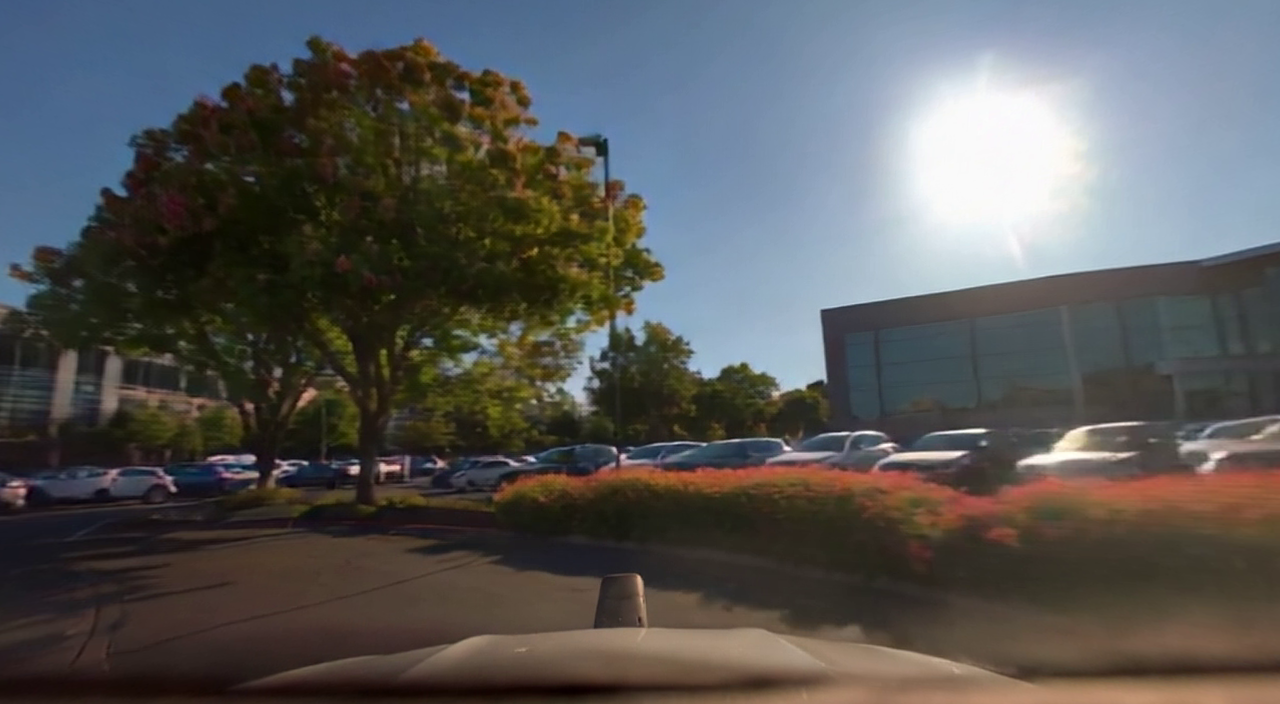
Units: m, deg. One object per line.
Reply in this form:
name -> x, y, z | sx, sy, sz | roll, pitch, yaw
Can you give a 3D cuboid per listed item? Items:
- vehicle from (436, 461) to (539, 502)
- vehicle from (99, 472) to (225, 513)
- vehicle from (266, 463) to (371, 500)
vehicle -> -7.747, 6.576, 32.187 | 4.755, 1.707, 1.889 | -6, -11, 12
vehicle -> -21.489, 6.306, 28.474 | 4.622, 1.479, 1.849 | -6, -11, 11
vehicle -> -19.307, 7.782, 38.085 | 5.285, 1.837, 2.318 | -5, -11, 9
